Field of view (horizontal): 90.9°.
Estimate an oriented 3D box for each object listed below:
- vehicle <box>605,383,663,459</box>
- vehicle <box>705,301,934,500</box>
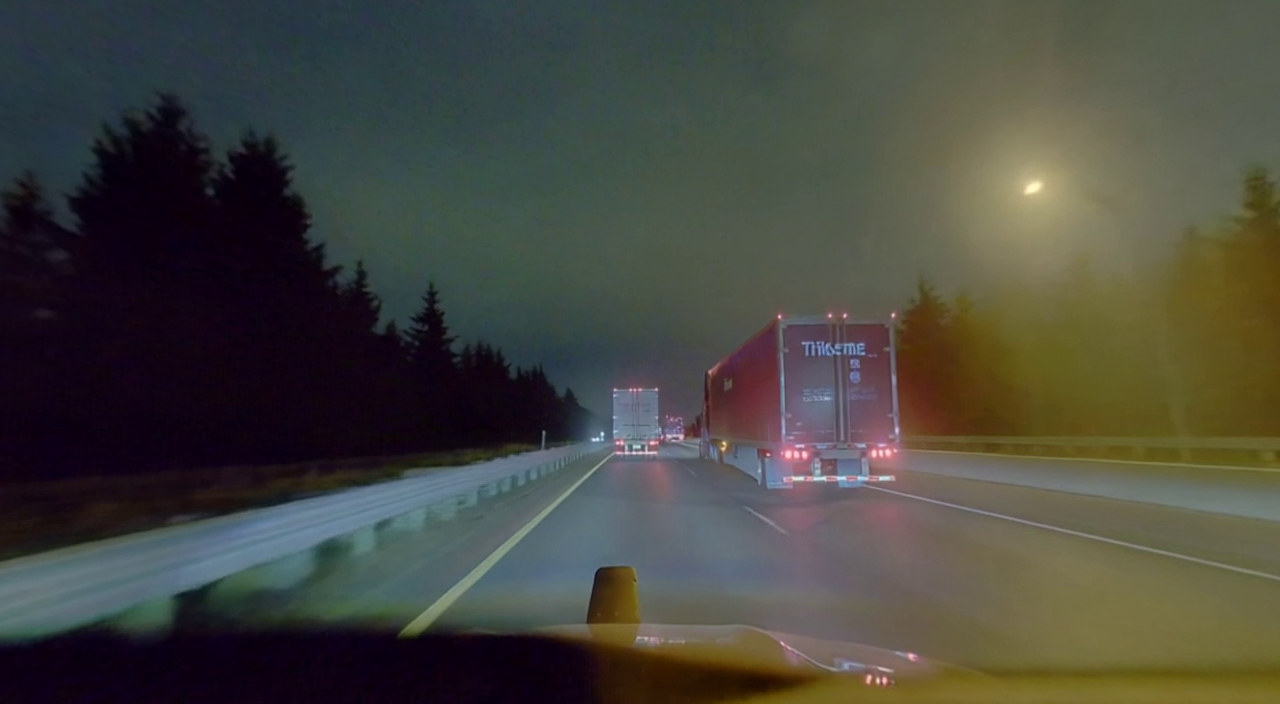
[{"bbox_3d":[-0.447,4.261,37.687,2.958,3.917,10.196,0,-8,-1],"label":"vehicle"},{"bbox_3d":[4.444,1.930,20.355,2.856,4.145,14.500,0,-8,-1],"label":"vehicle"}]
